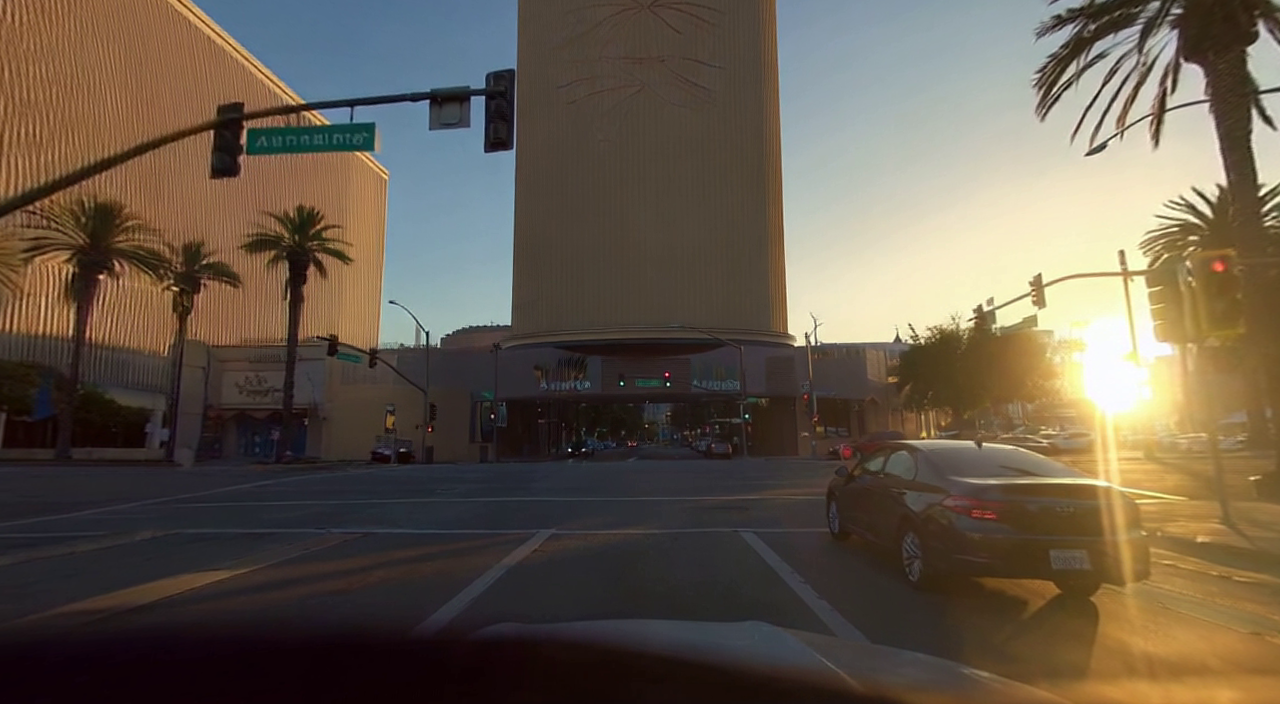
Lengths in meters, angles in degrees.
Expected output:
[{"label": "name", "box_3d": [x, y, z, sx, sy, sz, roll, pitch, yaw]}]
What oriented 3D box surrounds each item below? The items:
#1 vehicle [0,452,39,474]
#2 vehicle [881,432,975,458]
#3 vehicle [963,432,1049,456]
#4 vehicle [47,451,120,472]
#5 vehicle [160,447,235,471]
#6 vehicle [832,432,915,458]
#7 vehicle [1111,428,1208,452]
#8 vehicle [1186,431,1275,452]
[{"label": "vehicle", "box_3d": [-47.884, 8.292, 47.282, 3.786, 1.555, 1.702, 0, -8, 2]}, {"label": "vehicle", "box_3d": [17.055, 5.529, 37.403, 4.684, 1.461, 1.777, 0, -8, -1]}, {"label": "vehicle", "box_3d": [23.682, 5.982, 40.894, 4.423, 1.465, 1.798, 0, -8, 0]}, {"label": "vehicle", "box_3d": [-41.575, 8.182, 47.152, 3.698, 1.467, 1.779, 0, -8, 0]}, {"label": "vehicle", "box_3d": [-33.053, 7.980, 47.108, 4.136, 1.661, 1.857, 0, -8, 1]}, {"label": "vehicle", "box_3d": [15.171, 6.074, 41.124, 4.648, 1.665, 1.910, 0, -8, -1]}, {"label": "vehicle", "box_3d": [33.289, 5.678, 40.467, 4.567, 1.458, 1.791, 0, -8, 2]}, {"label": "vehicle", "box_3d": [42.261, 6.423, 45.154, 4.437, 1.469, 1.811, 0, -8, 0]}]
